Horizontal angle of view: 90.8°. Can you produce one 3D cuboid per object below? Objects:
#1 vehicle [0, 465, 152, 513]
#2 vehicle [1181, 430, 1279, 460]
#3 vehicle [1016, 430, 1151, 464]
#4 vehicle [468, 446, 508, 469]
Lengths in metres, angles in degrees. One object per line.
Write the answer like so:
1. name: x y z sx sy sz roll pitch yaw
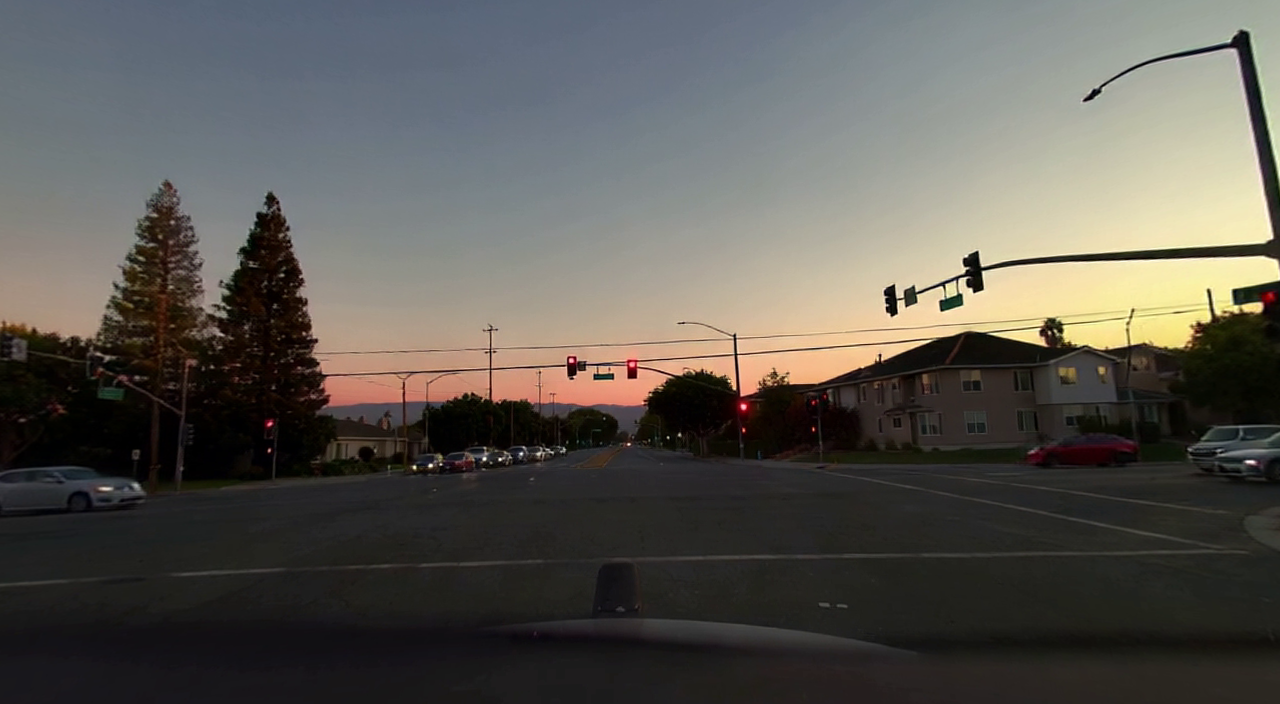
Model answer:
1. vehicle: -19.812 4.604 21.429 4.823 1.449 2.017 -1 -9 1
2. vehicle: 31.320 4.884 33.023 4.318 1.488 1.870 0 -9 -1
3. vehicle: 21.241 4.579 30.472 4.873 1.539 1.932 -2 -9 12
4. vehicle: -10.718 7.459 44.754 1.881 1.509 3.377 0 -9 1
